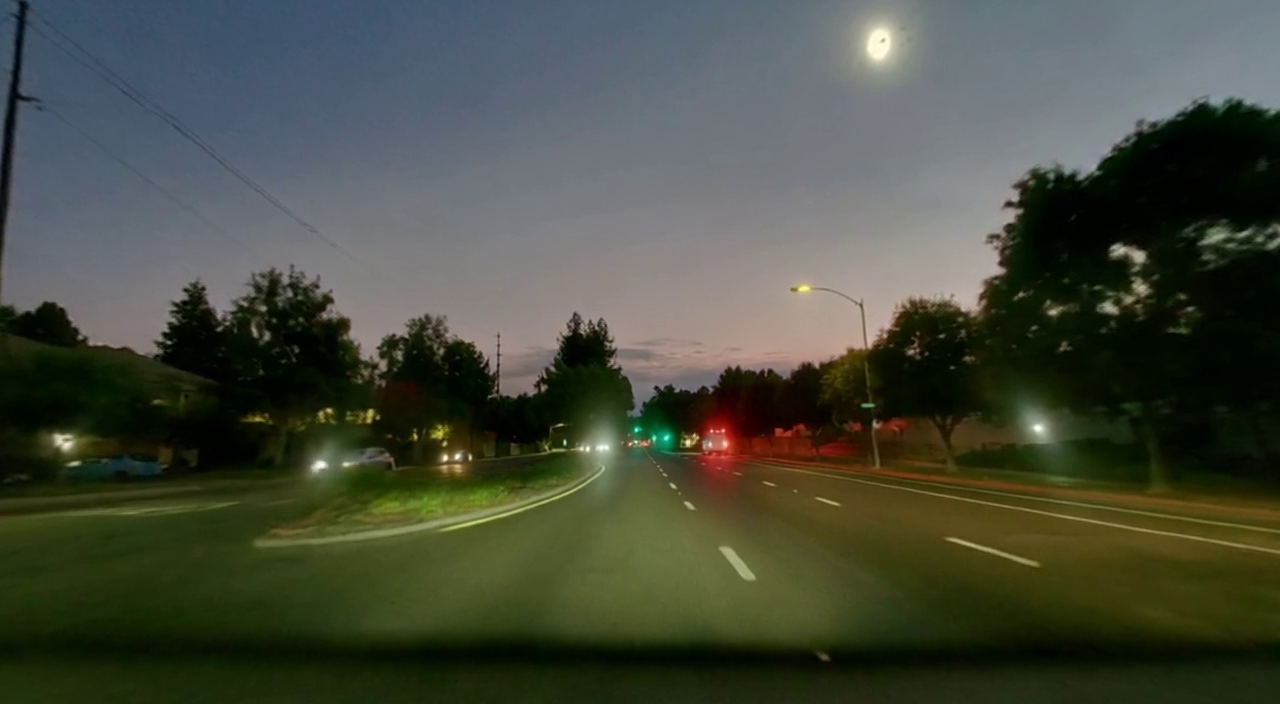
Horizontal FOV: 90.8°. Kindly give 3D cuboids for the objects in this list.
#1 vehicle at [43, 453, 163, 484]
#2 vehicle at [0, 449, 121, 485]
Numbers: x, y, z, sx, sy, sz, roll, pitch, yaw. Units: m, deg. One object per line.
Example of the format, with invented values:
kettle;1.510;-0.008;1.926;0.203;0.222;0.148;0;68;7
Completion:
vehicle;-29.047;6.300;34.403;1.898;1.489;4.667;-2;-9;13
vehicle;-31.974;6.243;34.763;2.076;1.803;4.840;-2;-9;12
